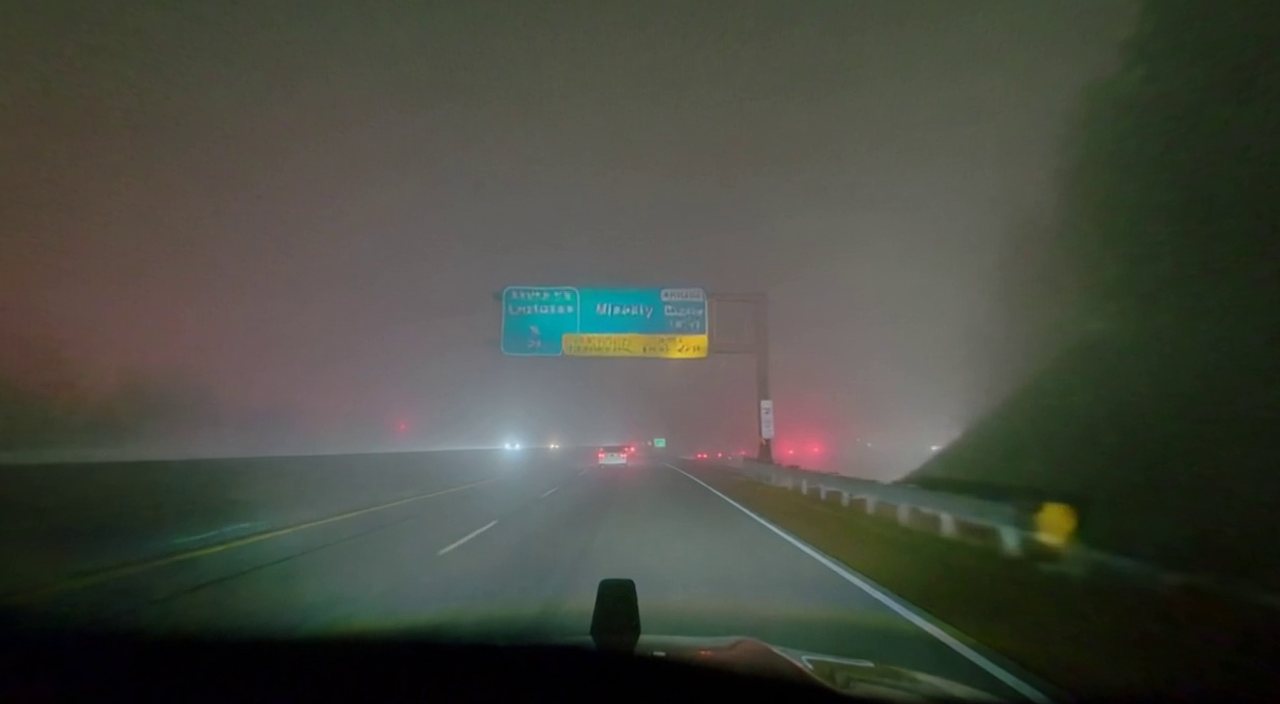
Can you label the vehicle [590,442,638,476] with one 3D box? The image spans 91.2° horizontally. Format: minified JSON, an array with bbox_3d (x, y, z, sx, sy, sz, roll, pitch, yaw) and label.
[{"bbox_3d":[-1.211,5.194,30.612,2.055,1.509,4.255,-1,-9,1],"label":"vehicle"}]
